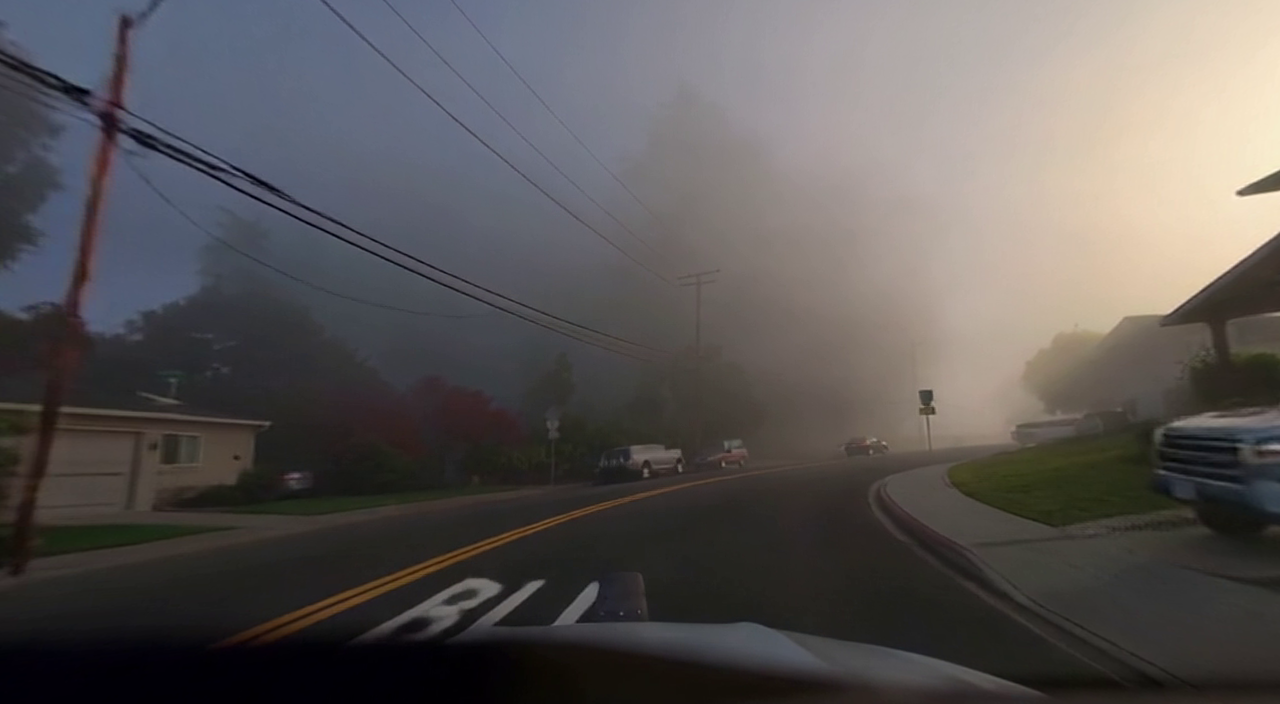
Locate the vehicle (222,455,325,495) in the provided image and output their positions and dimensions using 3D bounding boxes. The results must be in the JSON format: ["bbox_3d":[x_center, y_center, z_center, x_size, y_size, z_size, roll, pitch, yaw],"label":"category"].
[{"bbox_3d":[-15.141,5.044,26.121,3.697,1.489,1.842,-4,-9,26],"label":"vehicle"}]

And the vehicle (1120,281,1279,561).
[{"bbox_3d":[7.262,0.554,4.951,5.011,2.014,2.056,-2,-9,11],"label":"vehicle"}]

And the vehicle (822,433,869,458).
[{"bbox_3d":[15.360,7.018,47.154,1.971,1.539,4.110,-7,-15,39],"label":"vehicle"}]

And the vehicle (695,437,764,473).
[{"bbox_3d":[4.991,5.750,34.822,2.056,1.726,4.463,-8,-14,31],"label":"vehicle"}]

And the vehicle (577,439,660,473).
[{"bbox_3d":[-1.293,5.883,35.995,2.155,1.802,4.758,8,-11,-42],"label":"vehicle"}]
